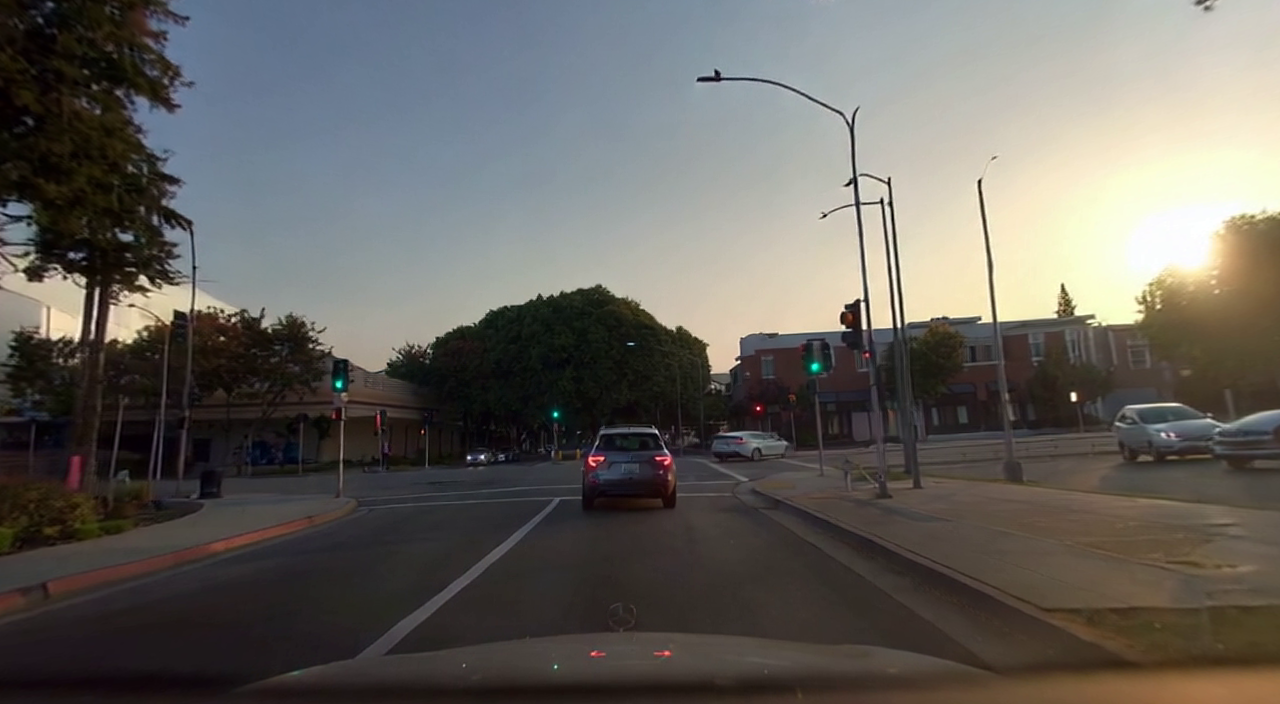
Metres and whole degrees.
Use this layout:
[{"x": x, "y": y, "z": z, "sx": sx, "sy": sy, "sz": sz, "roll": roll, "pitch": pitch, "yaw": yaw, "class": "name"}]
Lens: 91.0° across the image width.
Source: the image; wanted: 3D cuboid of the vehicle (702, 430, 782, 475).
[{"x": 3.977, "y": 3.835, "z": 24.241, "sx": 1.716, "sy": 1.602, "sz": 3.403, "roll": -6, "pitch": -10, "yaw": 33, "class": "vehicle"}]

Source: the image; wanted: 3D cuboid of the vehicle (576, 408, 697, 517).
[{"x": -0.130, "y": 2.241, "z": 13.152, "sx": 2.142, "sy": 1.904, "sz": 3.816, "roll": 0, "pitch": -8, "yaw": -2, "class": "vehicle"}]

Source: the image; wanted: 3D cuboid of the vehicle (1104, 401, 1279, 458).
[{"x": 15.735, "y": 2.214, "z": 17.752, "sx": 3.750, "sy": 1.502, "sz": 1.781, "roll": -2, "pitch": -8, "yaw": 13, "class": "vehicle"}]
